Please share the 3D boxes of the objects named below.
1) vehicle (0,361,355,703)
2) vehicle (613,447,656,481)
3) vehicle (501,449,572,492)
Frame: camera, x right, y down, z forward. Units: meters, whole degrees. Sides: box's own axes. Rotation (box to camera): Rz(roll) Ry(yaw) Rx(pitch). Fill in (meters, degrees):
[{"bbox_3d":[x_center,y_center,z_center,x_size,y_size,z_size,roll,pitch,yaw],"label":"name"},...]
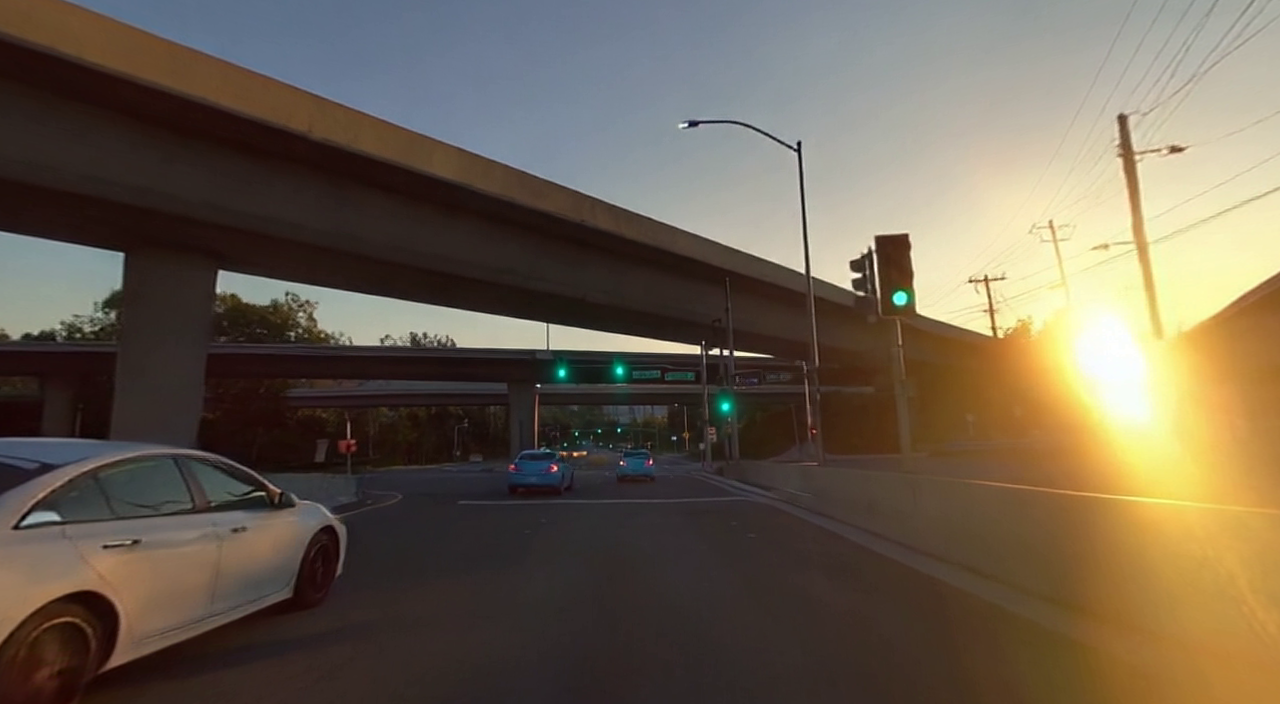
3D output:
[{"bbox_3d":[-3.490,1.006,3.357,1.925,1.666,4.271,0,-8,0],"label":"vehicle"},{"bbox_3d":[-0.277,5.487,31.248,1.985,1.565,3.968,0,-8,-1],"label":"vehicle"},{"bbox_3d":[-3.752,4.367,23.690,1.946,1.437,4.154,0,-8,0],"label":"vehicle"}]
